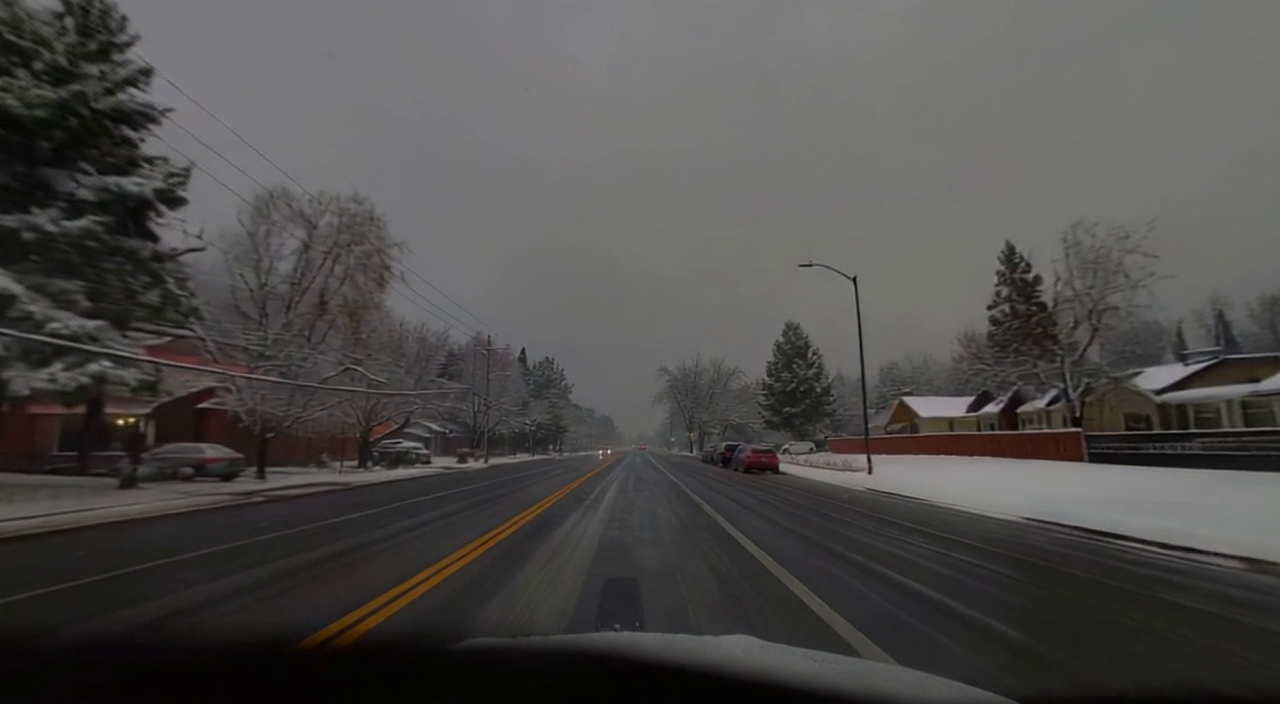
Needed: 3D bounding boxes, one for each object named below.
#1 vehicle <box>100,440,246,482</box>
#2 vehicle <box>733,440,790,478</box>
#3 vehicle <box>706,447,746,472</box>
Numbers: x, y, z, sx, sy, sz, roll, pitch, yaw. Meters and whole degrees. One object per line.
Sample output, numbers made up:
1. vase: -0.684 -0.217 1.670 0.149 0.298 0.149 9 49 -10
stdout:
1. vehicle: -19.650 4.590 26.743 4.497 1.674 2.168 -1 -8 3
2. vehicle: 6.456 5.756 34.210 2.099 1.878 4.476 0 -8 -1
3. vehicle: 6.165 7.796 45.939 2.226 1.682 4.461 0 -8 -1
